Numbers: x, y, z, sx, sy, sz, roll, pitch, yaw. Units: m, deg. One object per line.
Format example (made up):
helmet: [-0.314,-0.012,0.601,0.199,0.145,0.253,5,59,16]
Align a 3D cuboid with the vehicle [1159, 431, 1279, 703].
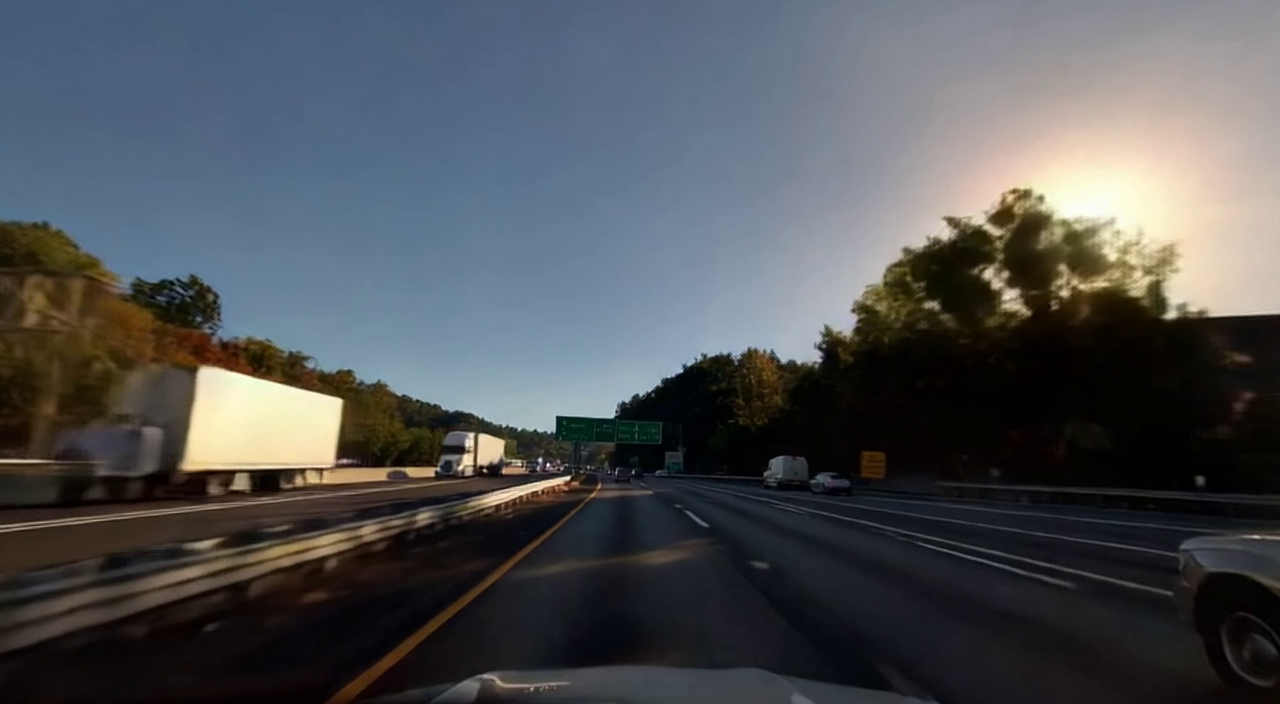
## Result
vehicle: [4.025,0.837,1.265,1.965,1.502,4.599,1,-10,-1]
